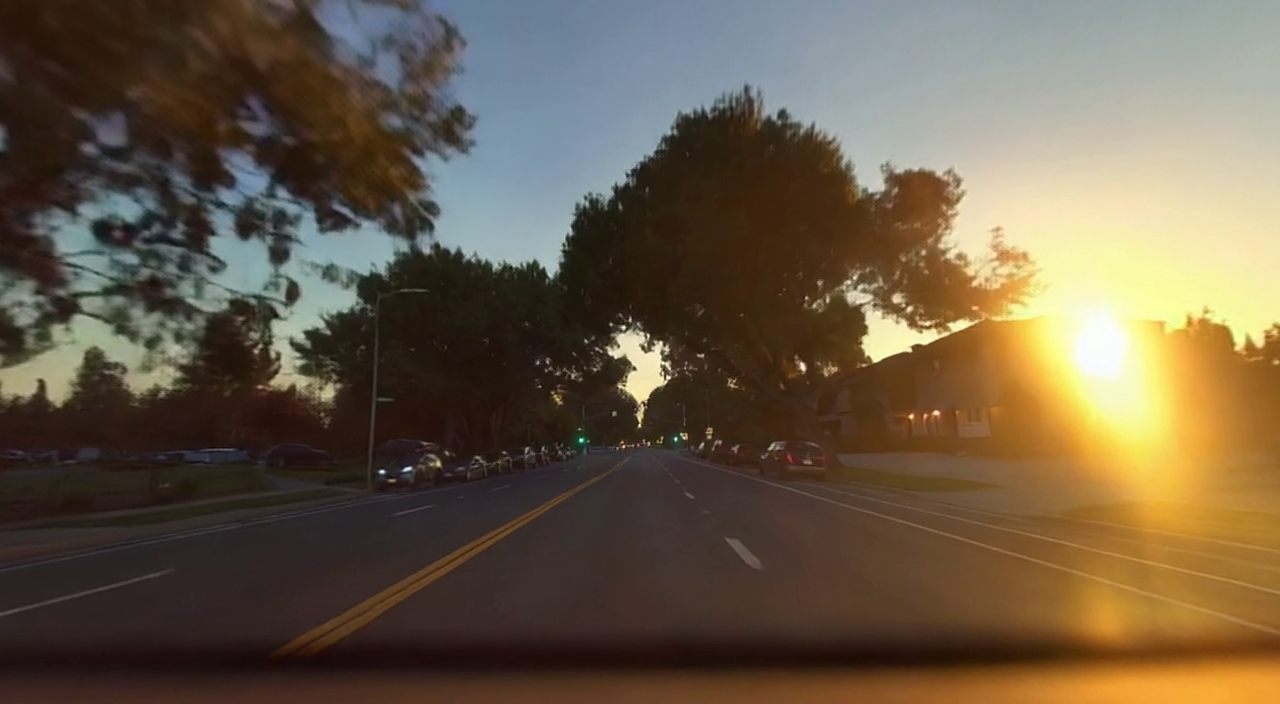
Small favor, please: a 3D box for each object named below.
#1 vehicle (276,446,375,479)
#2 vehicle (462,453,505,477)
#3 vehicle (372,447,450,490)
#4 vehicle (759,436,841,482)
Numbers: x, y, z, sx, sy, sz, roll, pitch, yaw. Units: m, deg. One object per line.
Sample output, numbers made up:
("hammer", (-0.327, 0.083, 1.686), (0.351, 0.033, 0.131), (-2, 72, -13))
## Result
("vehicle", (-18.447, 6.503, 37.244), (4.699, 1.853, 2.095), (0, -9, 2))
("vehicle", (-10.692, 7.721, 43.335), (1.838, 1.450, 4.317), (0, -8, 0))
("vehicle", (-10.703, 5.438, 29.839), (1.996, 1.781, 4.139), (-3, -9, 2))
("vehicle", (7.443, 5.035, 30.156), (2.224, 1.956, 6.057), (0, -8, -1))
